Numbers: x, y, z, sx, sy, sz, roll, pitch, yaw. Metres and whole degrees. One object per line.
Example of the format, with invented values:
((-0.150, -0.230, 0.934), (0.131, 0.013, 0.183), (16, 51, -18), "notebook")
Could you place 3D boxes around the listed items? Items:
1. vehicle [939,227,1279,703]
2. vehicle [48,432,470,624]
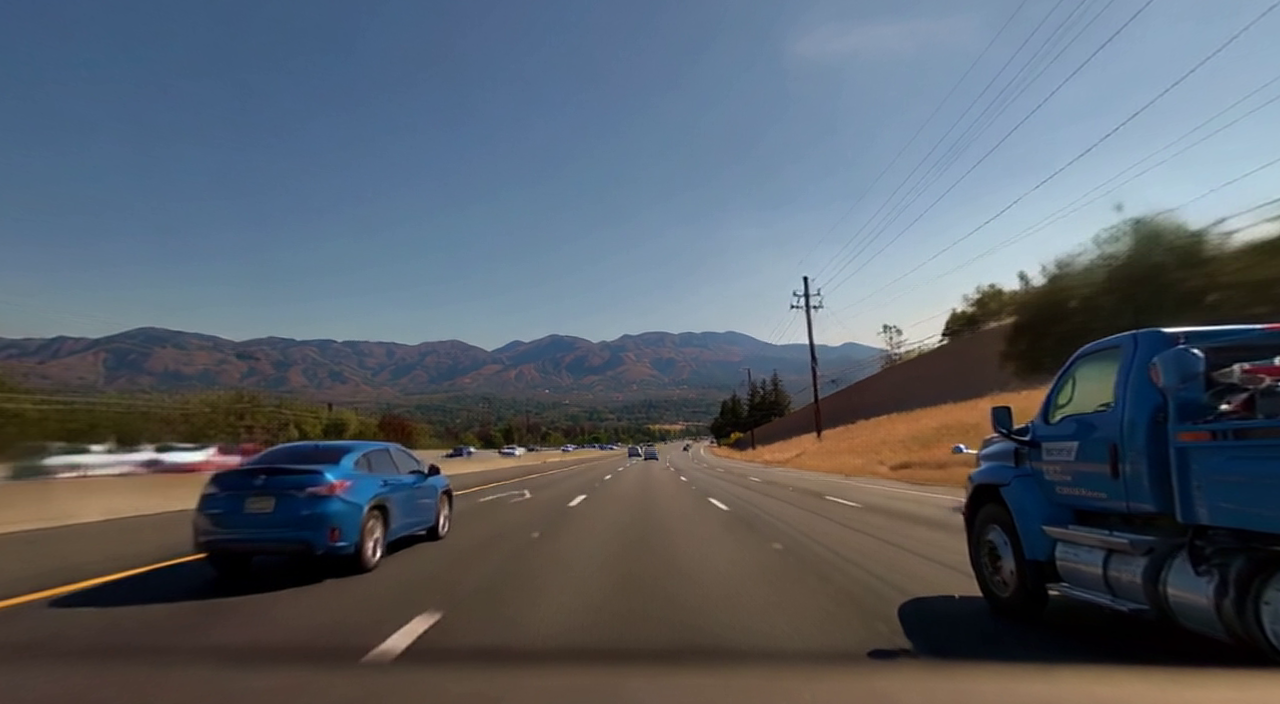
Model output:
((3.662, 0.552, 1.622), (2.538, 2.228, 6.370), (0, -9, -1), "vehicle")
((-3.632, 1.742, 7.288), (1.974, 1.493, 4.563), (0, -9, 1), "vehicle")
